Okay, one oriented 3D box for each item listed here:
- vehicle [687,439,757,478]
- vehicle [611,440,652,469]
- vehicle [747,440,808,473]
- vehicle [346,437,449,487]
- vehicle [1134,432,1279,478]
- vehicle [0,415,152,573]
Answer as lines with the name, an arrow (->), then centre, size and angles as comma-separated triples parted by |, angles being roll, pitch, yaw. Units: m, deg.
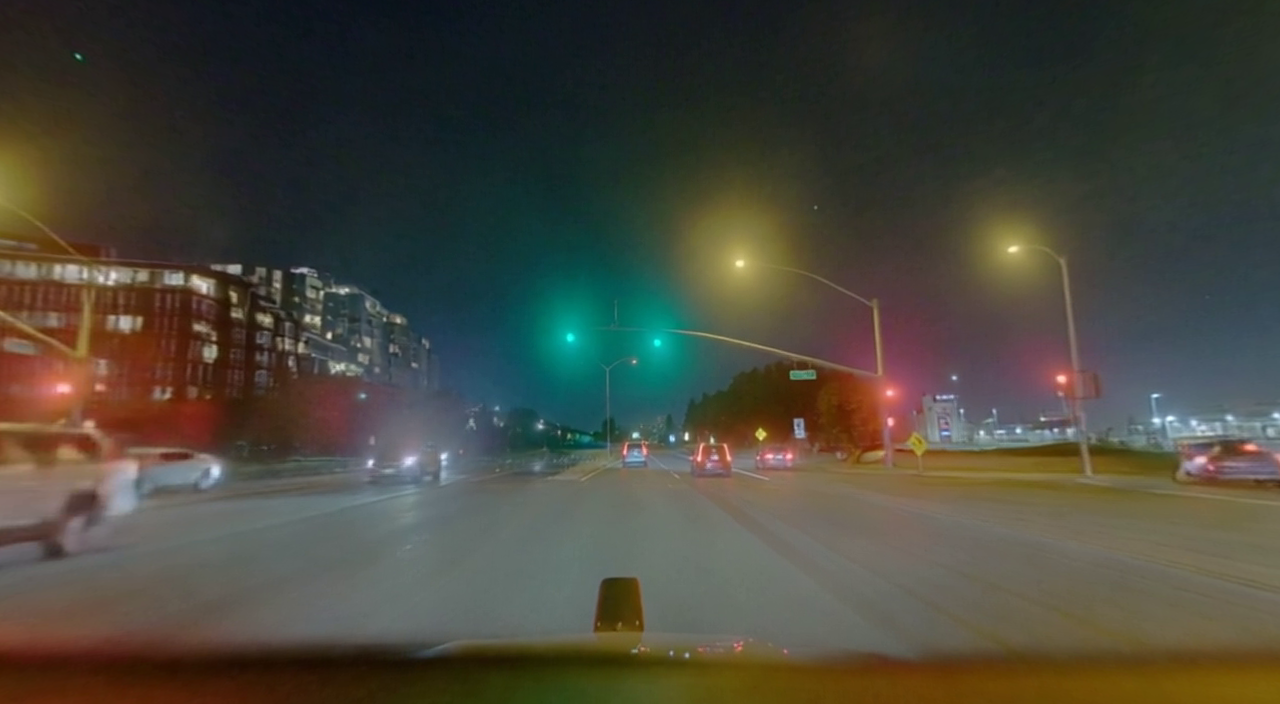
vehicle -> 3.358, 4.472, 26.892 | 2.226, 1.490, 4.593 | 0, -8, -2
vehicle -> -0.462, 5.655, 34.923 | 2.143, 1.480, 4.006 | 0, -8, -1
vehicle -> 6.722, 5.144, 31.330 | 1.861, 1.473, 4.393 | 0, -8, -2
vehicle -> -9.097, 4.148, 24.161 | 2.160, 1.689, 4.451 | 0, -8, 0
vehicle -> 27.177, 4.845, 29.882 | 2.686, 1.901, 6.293 | -2, -9, 3
vehicle -> -8.538, 1.567, 6.858 | 2.590, 1.769, 4.827 | 0, -8, 0
